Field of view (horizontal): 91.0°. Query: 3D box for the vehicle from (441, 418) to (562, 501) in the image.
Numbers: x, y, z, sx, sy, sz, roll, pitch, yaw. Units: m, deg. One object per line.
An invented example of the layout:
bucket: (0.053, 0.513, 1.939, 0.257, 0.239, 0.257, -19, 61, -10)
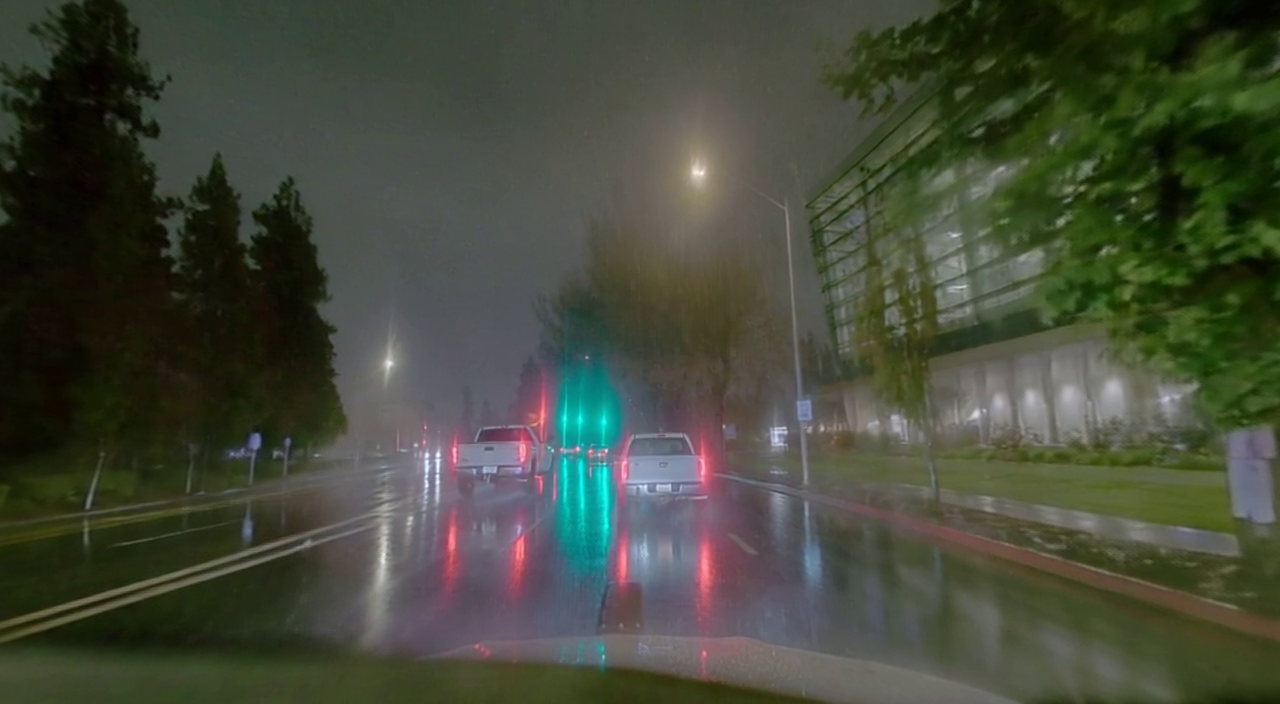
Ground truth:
vehicle: (-3.721, 3.040, 18.191, 2.512, 1.992, 5.725, 0, -9, -3)

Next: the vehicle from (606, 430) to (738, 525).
vehicle: (0.416, 2.352, 12.335, 2.142, 1.528, 4.133, 0, -9, -3)
